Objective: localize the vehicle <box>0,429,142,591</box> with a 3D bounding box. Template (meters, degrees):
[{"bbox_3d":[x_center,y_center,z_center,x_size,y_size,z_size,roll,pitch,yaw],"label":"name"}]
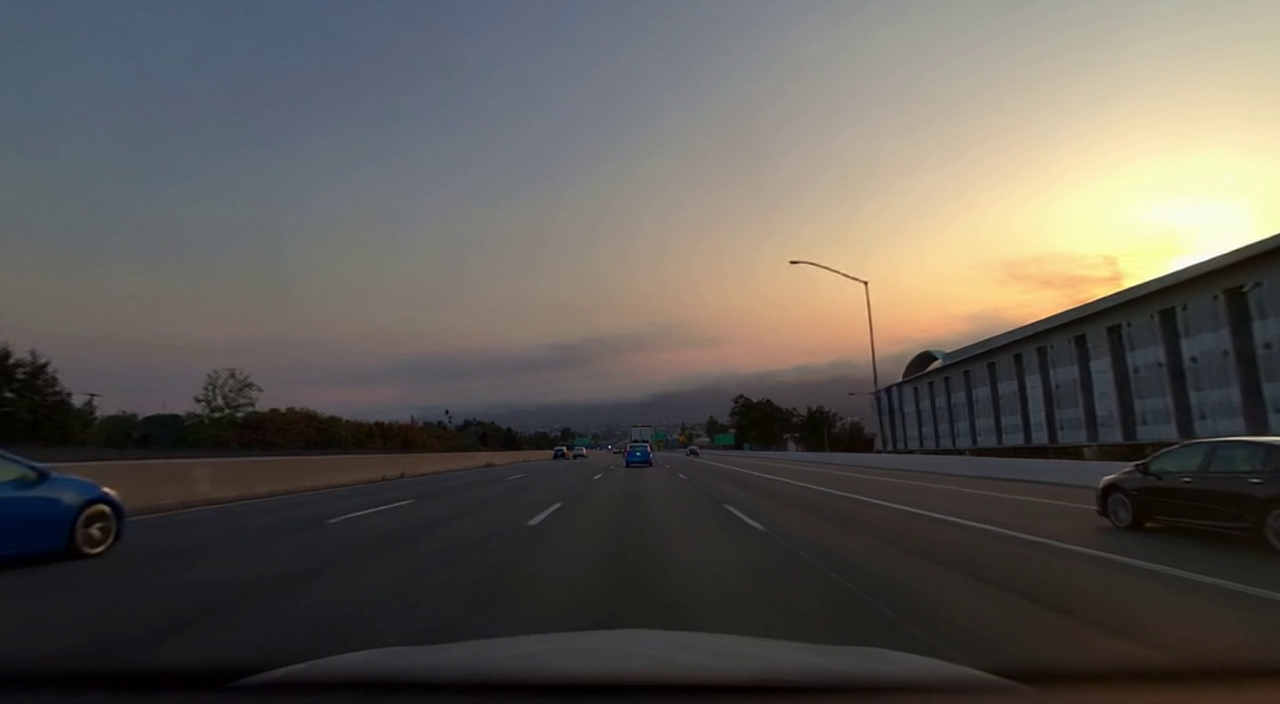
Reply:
[{"bbox_3d":[-6.873,1.372,5.223,1.978,1.477,4.239,0,-8,0],"label":"vehicle"}]

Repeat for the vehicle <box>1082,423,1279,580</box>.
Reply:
[{"bbox_3d":[7.133,1.478,6.310,1.937,1.498,4.710,0,-8,-1],"label":"vehicle"}]

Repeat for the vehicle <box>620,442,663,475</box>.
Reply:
[{"bbox_3d":[0.084,5.261,31.438,2.036,1.542,3.891,0,-8,0],"label":"vehicle"}]
